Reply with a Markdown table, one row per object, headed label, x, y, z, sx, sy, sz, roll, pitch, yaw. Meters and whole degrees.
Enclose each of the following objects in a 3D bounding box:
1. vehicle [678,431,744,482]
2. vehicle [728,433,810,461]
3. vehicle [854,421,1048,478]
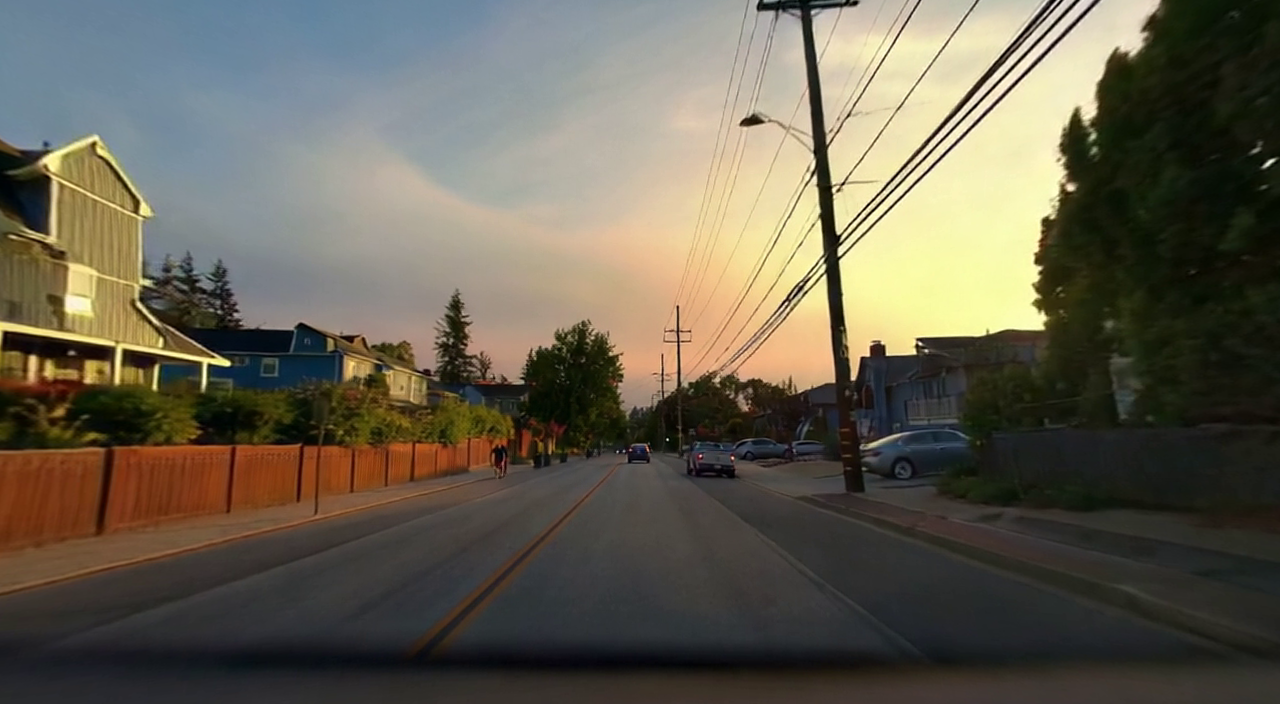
| label | x | y | z | sx | sy | sz | roll | pitch | yaw |
| --- | --- | --- | --- | --- | --- | --- | --- | --- | --- |
| vehicle | 3.146 | 4.776 | 29.244 | 2.278 | 1.933 | 5.860 | 4 | -9 | 0 |
| vehicle | 9.676 | 7.210 | 47.931 | 5.590 | 2.067 | 2.553 | 0 | -9 | -2 |
| vehicle | 11.188 | 3.561 | 23.131 | 5.846 | 1.971 | 2.273 | 0 | -9 | 2 |
